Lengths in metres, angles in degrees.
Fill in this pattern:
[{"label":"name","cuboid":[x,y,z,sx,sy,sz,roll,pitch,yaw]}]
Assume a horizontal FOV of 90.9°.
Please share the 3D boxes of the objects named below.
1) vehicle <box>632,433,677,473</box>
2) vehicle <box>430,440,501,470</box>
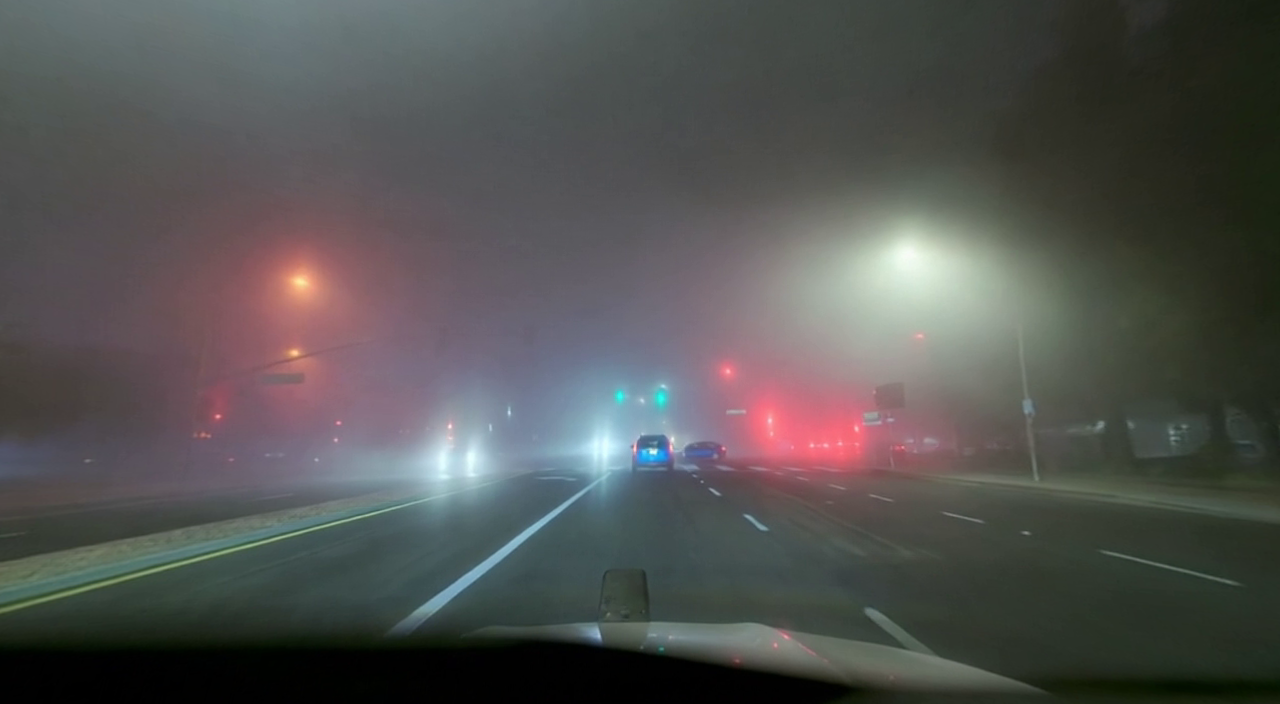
[{"label":"vehicle","cuboid":[0.673,4.782,30.006,1.994,1.759,4.186,0,-8,1]},{"label":"vehicle","cuboid":[-10.415,6.200,38.077,1.954,1.673,4.460,-3,-9,18]}]
